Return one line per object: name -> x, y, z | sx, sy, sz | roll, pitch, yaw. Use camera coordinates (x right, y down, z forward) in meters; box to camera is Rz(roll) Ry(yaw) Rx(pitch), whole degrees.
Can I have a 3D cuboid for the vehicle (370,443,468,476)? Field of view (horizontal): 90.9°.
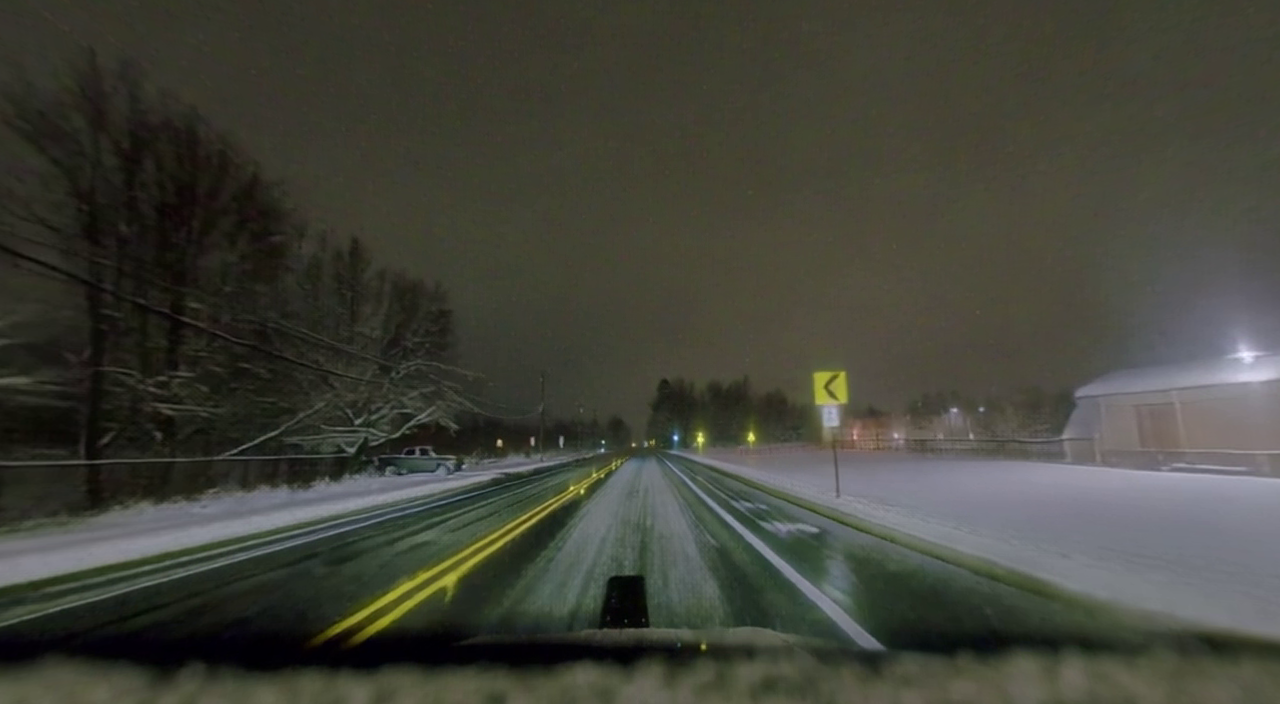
vehicle -> -12.483, 6.109, 35.883 | 4.813, 1.763, 2.048 | 0, -8, -1
